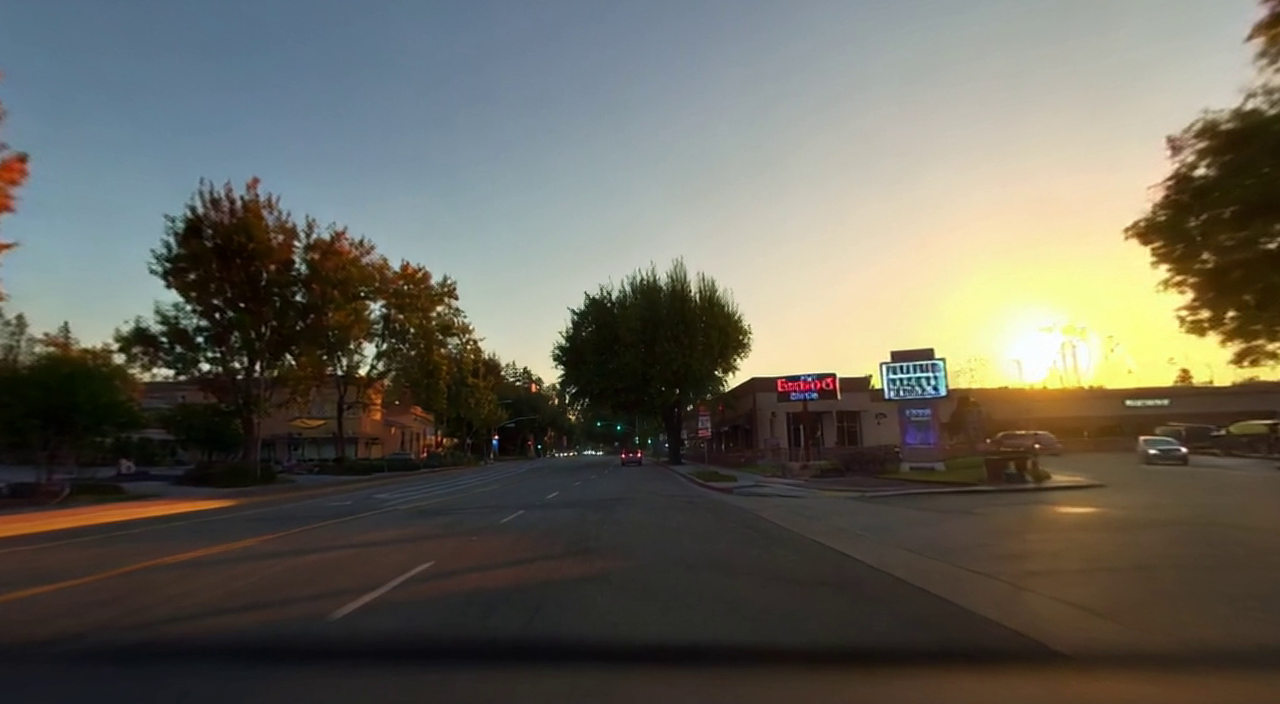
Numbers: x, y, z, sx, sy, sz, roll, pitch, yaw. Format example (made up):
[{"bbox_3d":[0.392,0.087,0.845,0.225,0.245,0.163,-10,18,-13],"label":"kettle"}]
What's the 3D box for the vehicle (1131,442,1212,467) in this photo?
[{"bbox_3d":[33.190,6.386,39.271,4.411,1.457,2.013,4,-10,-24],"label":"vehicle"}]
